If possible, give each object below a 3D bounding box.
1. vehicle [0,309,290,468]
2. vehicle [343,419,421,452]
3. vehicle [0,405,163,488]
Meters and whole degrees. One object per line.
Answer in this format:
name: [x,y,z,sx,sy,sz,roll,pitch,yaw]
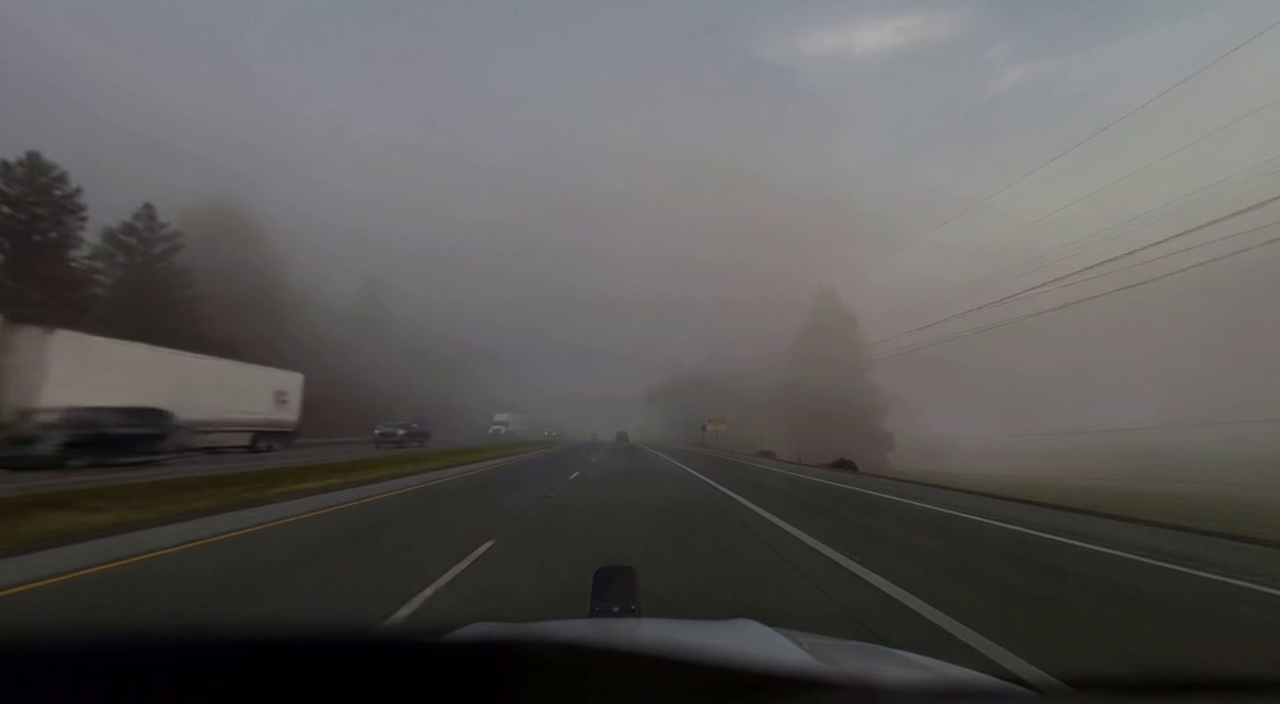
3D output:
vehicle: [-16.660,1.645,20.675,2.851,3.719,13.623,0,-8,-1]
vehicle: [-12.761,4.169,31.456,2.182,1.502,3.994,0,-8,0]
vehicle: [-12.267,1.861,12.542,2.027,1.453,4.529,0,-8,-1]
